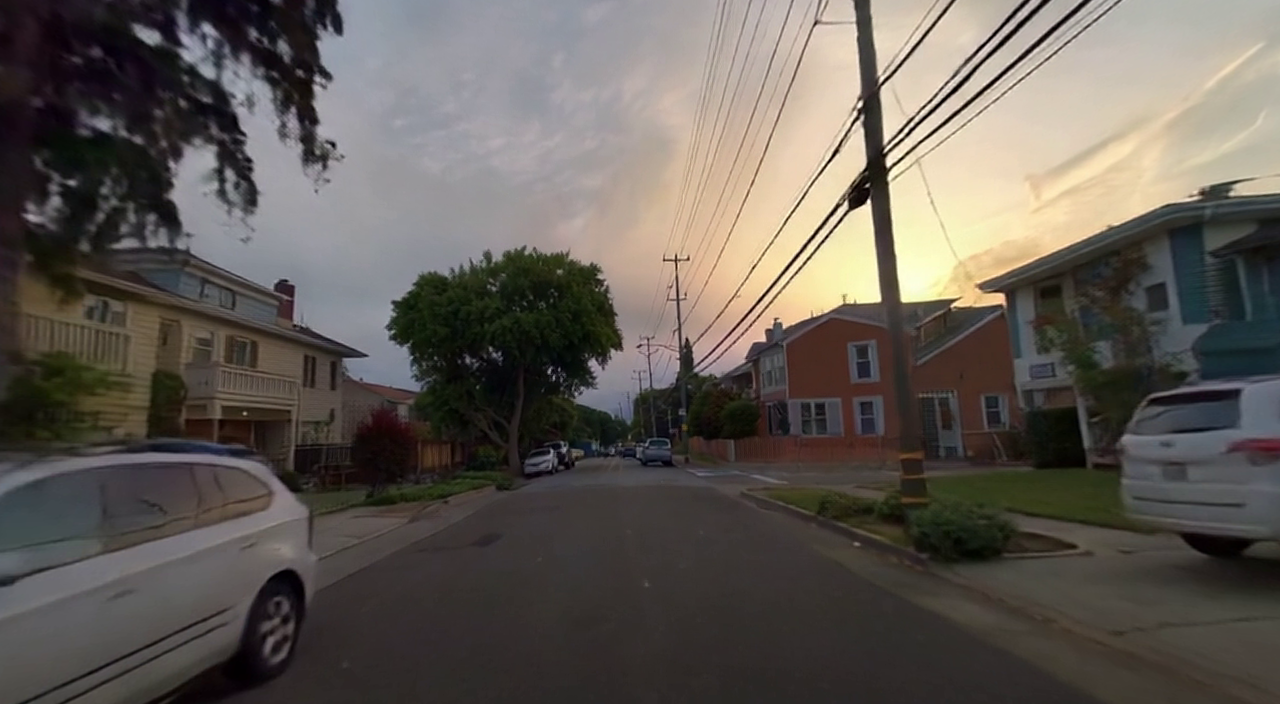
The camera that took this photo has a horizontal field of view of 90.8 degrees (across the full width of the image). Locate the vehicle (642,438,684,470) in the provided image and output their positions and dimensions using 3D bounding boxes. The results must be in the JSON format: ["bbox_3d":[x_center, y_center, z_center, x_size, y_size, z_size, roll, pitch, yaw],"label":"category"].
[{"bbox_3d":[1.379,6.440,40.209,2.129,1.873,4.471,0,-8,-4],"label":"vehicle"}]

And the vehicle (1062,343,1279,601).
[{"bbox_3d":[7.868,1.163,6.639,5.274,2.170,2.205,0,-9,-4],"label":"vehicle"}]

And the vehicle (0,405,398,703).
[{"bbox_3d":[-3.318,1.303,3.303,2.204,1.655,4.813,-8,-7,-2],"label":"vehicle"}]

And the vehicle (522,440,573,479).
[{"bbox_3d":[-4.728,5.515,32.790,2.082,1.759,4.541,-2,-8,-2],"label":"vehicle"}]
